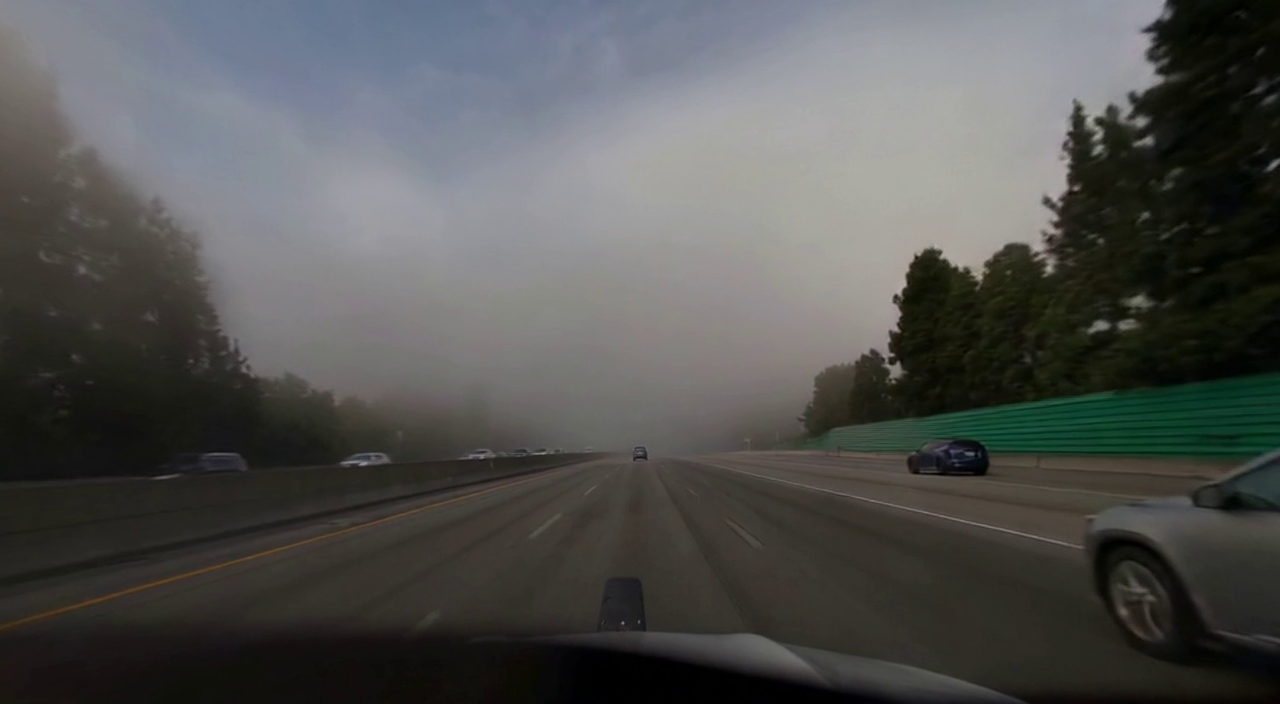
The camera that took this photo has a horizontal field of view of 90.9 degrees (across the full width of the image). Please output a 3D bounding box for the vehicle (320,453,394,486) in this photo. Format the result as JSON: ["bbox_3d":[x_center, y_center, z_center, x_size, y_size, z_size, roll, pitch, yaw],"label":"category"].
[{"bbox_3d":[-15.595,6.472,35.009,1.972,1.614,4.406,-1,-9,1],"label":"vehicle"}]

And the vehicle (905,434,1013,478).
[{"bbox_3d":[12.674,4.172,25.349,2.163,1.596,3.997,0,-9,-1],"label":"vehicle"}]

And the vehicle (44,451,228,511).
[{"bbox_3d":[-15.699,4.003,20.075,1.896,1.625,4.723,-1,-9,1],"label":"vehicle"}]

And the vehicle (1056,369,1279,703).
[{"bbox_3d":[3.764,0.782,2.071,1.930,1.628,4.099,0,-9,0],"label":"vehicle"}]
